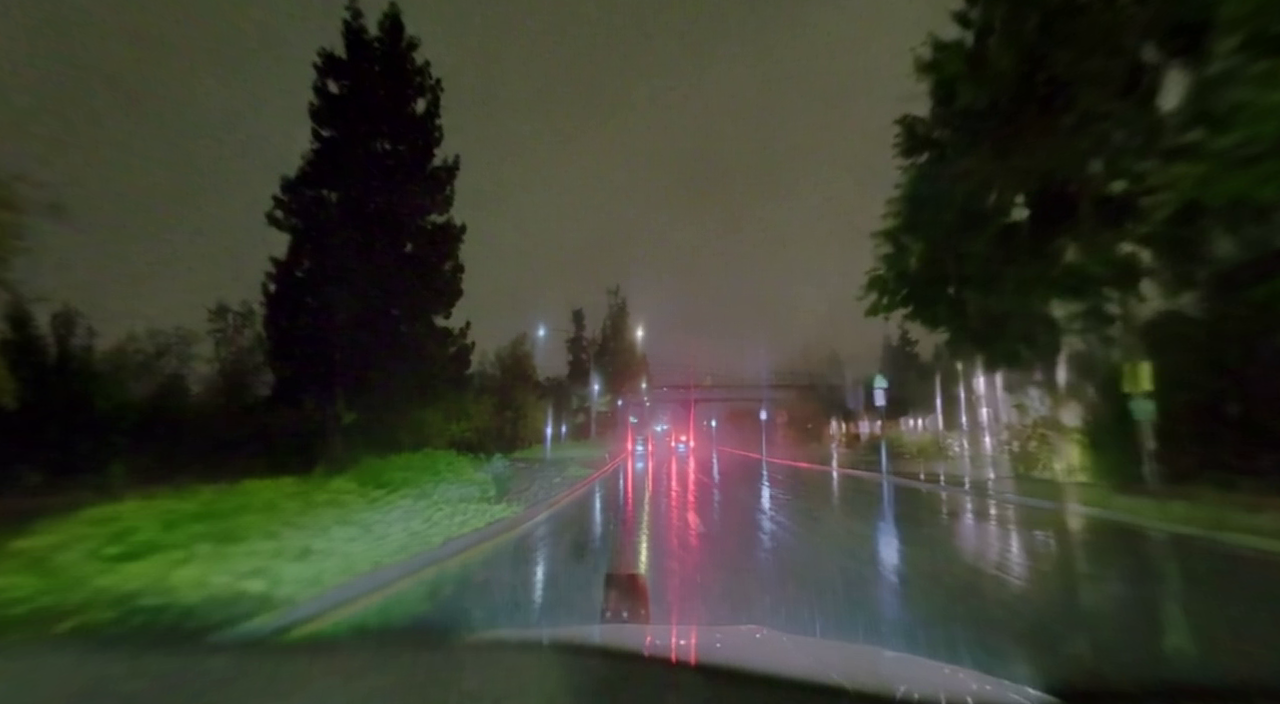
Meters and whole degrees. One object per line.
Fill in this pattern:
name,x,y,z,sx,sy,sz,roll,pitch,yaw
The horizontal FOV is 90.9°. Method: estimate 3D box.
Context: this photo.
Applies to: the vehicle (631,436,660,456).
vehicle,0.395,7.120,47.814,2.039,1.462,4.203,0,-9,0
